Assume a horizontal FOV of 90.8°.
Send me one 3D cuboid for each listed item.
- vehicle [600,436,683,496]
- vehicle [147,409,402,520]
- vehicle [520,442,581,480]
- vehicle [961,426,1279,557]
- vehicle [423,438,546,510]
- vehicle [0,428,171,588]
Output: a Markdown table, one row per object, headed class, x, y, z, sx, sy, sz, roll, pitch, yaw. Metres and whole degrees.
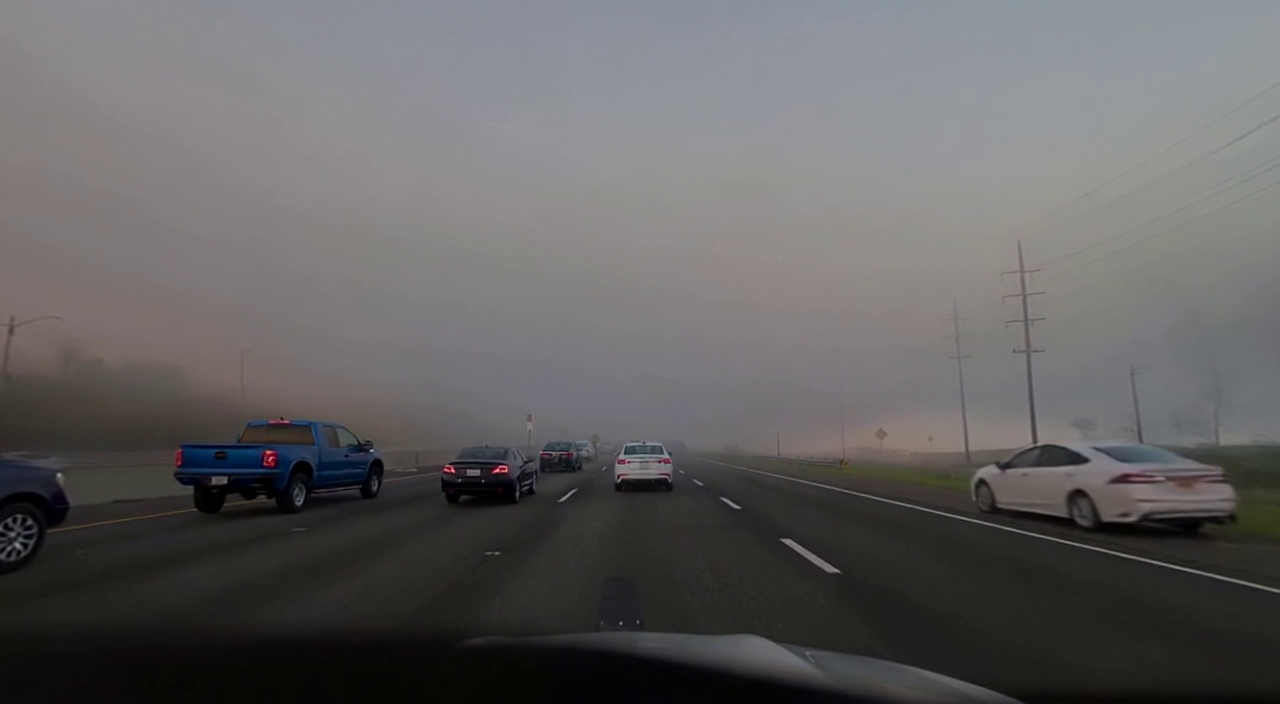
| class | x | y | z | sx | sy | sz | roll | pitch | yaw |
| --- | --- | --- | --- | --- | --- | --- | --- | --- | --- |
| vehicle | -0.001 | 3.226 | 18.379 | 2.102 | 1.499 | 4.439 | 0 | -8 | -1 |
| vehicle | -7.469 | 2.376 | 13.910 | 2.194 | 1.922 | 5.637 | 0 | -8 | 0 |
| vehicle | -3.639 | 4.489 | 26.412 | 1.904 | 1.448 | 4.060 | 0 | -8 | 0 |
| vehicle | 7.262 | 1.962 | 9.713 | 2.147 | 1.492 | 4.614 | 0 | -8 | -1 |
| vehicle | -3.493 | 2.805 | 15.045 | 1.899 | 1.437 | 4.131 | 0 | -8 | -1 |
| vehicle | -6.866 | 1.397 | 5.521 | 1.900 | 1.461 | 4.706 | 0 | -8 | 0 |
